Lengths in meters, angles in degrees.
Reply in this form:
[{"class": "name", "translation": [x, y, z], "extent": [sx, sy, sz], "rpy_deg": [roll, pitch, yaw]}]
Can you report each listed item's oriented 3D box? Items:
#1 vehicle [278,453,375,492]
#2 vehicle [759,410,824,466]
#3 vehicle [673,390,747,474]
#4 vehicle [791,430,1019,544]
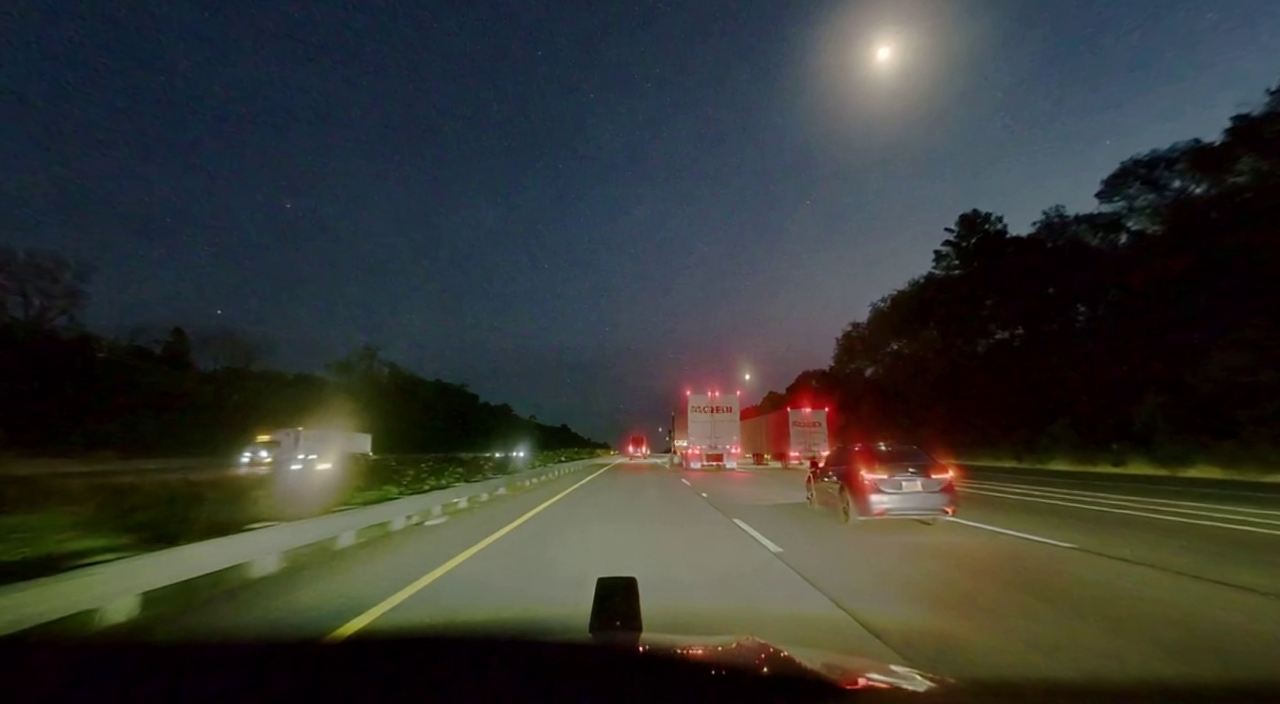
[{"class": "vehicle", "translation": [-13.327, 5.135, 27.011], "extent": [1.856, 1.463, 4.508], "rpy_deg": [0, -9, 0]}, {"class": "vehicle", "translation": [11.606, 6.800, 49.008], "extent": [2.938, 3.990, 8.556], "rpy_deg": [0, -9, 0]}, {"class": "vehicle", "translation": [3.616, 4.608, 35.096], "extent": [3.025, 4.010, 9.542], "rpy_deg": [0, -9, 0]}, {"class": "vehicle", "translation": [4.026, 2.112, 10.407], "extent": [1.948, 1.481, 3.955], "rpy_deg": [0, -9, -2]}]
